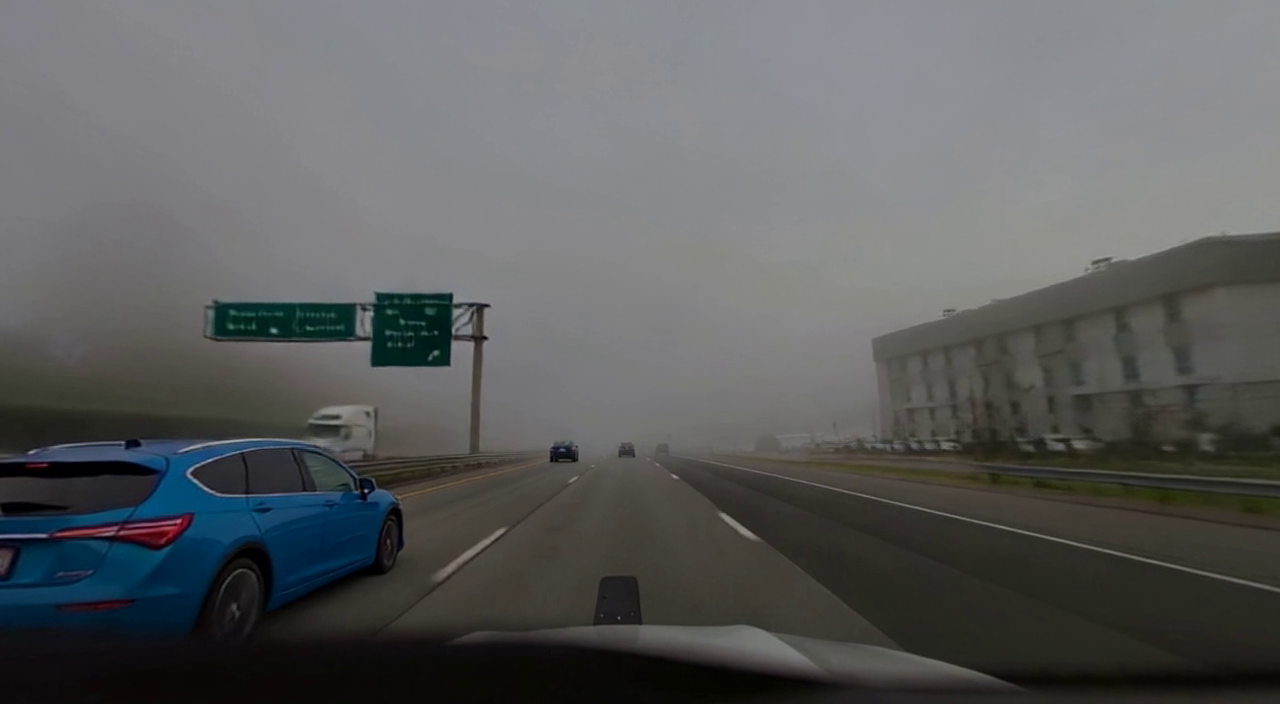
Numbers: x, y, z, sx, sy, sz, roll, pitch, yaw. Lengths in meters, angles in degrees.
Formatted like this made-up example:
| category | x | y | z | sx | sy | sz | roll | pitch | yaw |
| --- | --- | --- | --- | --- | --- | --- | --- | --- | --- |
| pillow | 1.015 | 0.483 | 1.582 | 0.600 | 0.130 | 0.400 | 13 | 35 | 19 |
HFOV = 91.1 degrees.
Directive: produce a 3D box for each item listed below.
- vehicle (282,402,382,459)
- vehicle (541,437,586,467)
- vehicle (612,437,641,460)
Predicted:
| category | x | y | z | sx | sy | sz | roll | pitch | yaw |
| --- | --- | --- | --- | --- | --- | --- | --- | --- | --- |
| vehicle | -17.754 | 4.655 | 36.777 | 2.463 | 3.000 | 6.804 | 0 | -8 | -1 |
| vehicle | -4.483 | 5.928 | 37.374 | 2.271 | 1.626 | 4.463 | 0 | -8 | -2 |
| vehicle | -1.105 | 7.658 | 49.825 | 2.196 | 1.699 | 4.499 | 0 | -8 | -1 |
